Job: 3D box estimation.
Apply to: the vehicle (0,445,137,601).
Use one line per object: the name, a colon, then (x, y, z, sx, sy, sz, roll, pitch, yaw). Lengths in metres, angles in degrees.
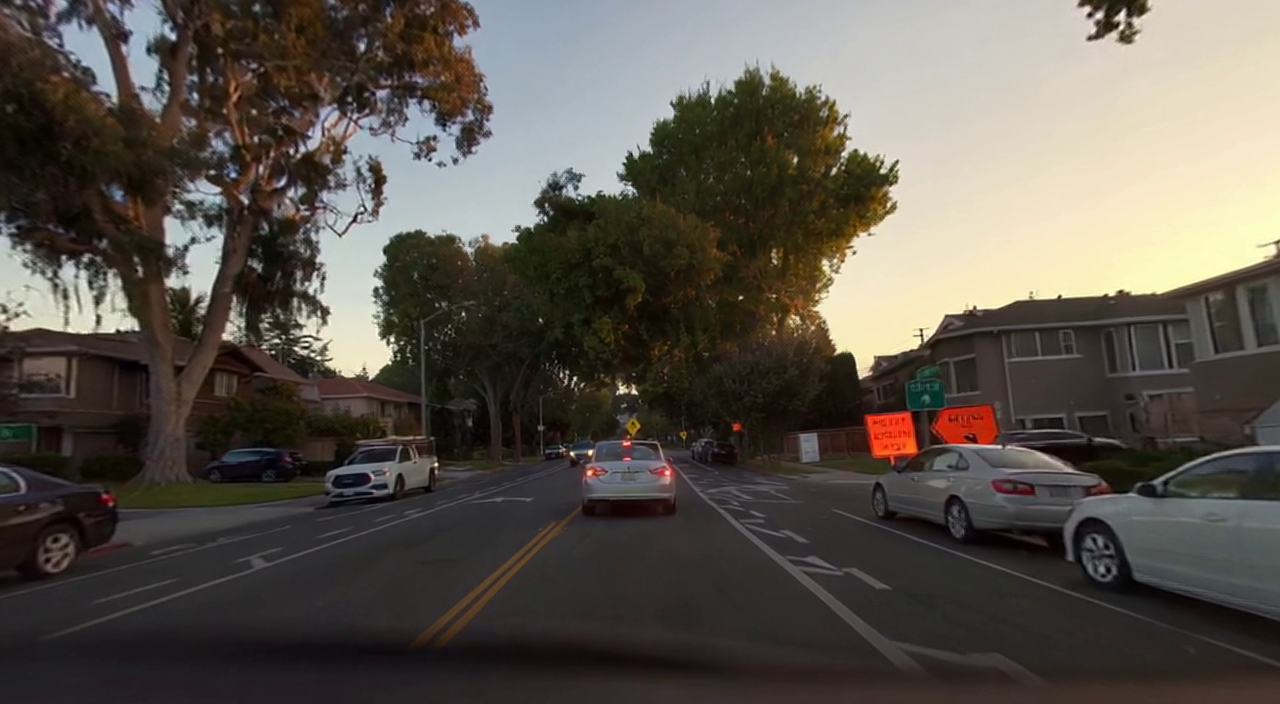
vehicle: (-7.961, 1.798, 6.399, 2.036, 1.676, 4.440, 0, -8, -1)

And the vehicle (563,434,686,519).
vehicle: (-0.248, 2.491, 13.124, 2.151, 1.481, 4.084, 0, -8, 1)

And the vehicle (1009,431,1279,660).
vehicle: (5.108, 1.355, 4.711, 1.864, 1.480, 4.587, 0, -8, -1)

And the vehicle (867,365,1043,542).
vehicle: (5.265, 1.719, 10.923, 1.409, 2.648, 2.645, 0, -9, -4)

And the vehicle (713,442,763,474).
vehicle: (4.911, 5.367, 32.068, 1.985, 1.481, 4.116, 0, -8, 1)

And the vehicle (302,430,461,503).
vehicle: (-8.156, 3.677, 20.797, 2.659, 2.047, 6.014, 0, -9, 1)

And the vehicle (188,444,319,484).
vehicle: (-16.649, 4.841, 27.286, 4.468, 1.517, 1.796, -1, -9, -2)
